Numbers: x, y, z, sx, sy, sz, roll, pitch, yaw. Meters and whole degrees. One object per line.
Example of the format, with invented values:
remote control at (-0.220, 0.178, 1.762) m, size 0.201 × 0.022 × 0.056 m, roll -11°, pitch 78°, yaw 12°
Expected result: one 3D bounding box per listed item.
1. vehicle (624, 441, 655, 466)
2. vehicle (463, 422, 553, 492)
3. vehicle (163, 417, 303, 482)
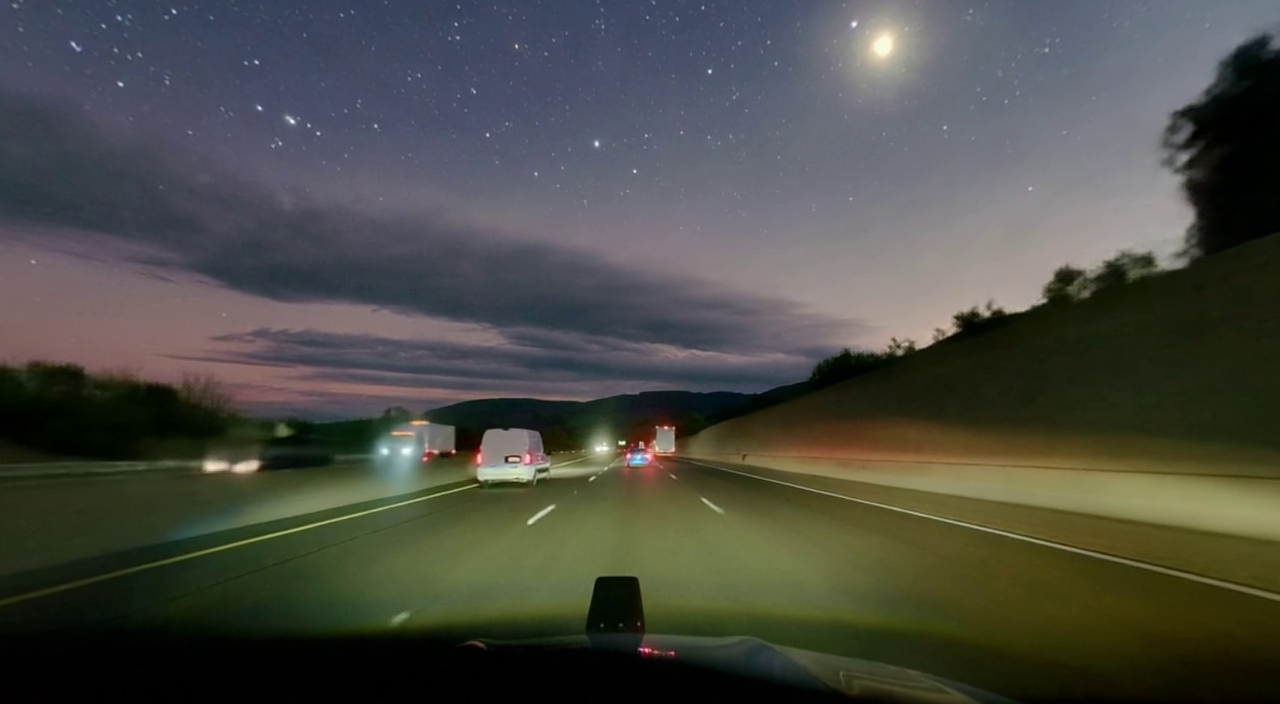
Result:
vehicle at (-0.052, 7.453, 46.218) m, size 2.166 × 1.747 × 4.299 m, roll 0°, pitch -9°, yaw 0°
vehicle at (-4.150, 3.410, 20.672) m, size 1.955 × 2.004 × 4.792 m, roll 0°, pitch -9°, yaw 0°
vehicle at (-16.384, 4.002, 25.822) m, size 2.254 × 2.358 × 5.161 m, roll 0°, pitch -9°, yaw 0°
